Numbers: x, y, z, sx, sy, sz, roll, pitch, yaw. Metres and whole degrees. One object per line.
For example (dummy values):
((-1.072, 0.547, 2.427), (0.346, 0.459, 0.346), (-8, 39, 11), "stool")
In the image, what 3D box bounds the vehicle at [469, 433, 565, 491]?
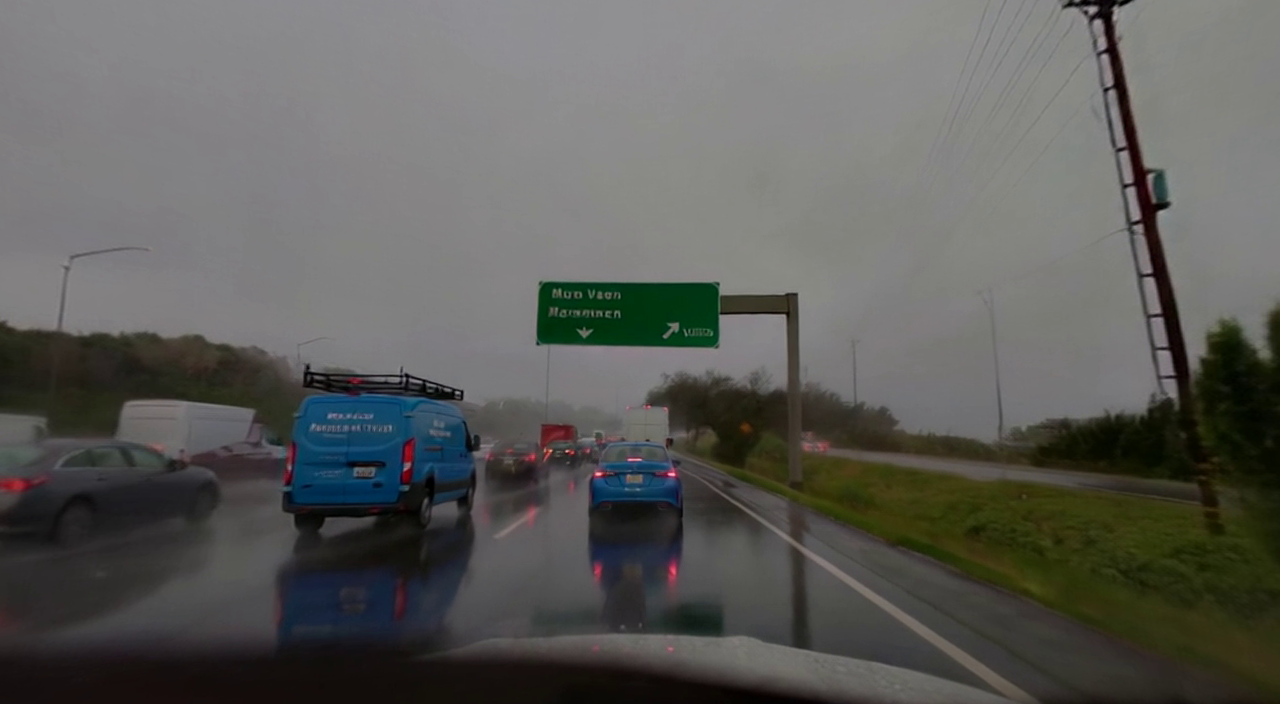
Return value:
((-3.821, 3.494, 20.383), (2.114, 1.657, 4.432), (0, -8, 1), "vehicle")

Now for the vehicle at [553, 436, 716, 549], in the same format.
((-0.061, 2.083, 10.033), (2.054, 1.421, 4.090), (0, -8, 0), "vehicle")

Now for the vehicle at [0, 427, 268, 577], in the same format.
((-7.392, 1.825, 8.425), (1.933, 1.506, 4.504), (0, -8, 1), "vehicle")

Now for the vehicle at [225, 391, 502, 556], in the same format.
((-3.819, 1.788, 9.867), (2.142, 1.952, 4.556), (0, -8, 2), "vehicle")
